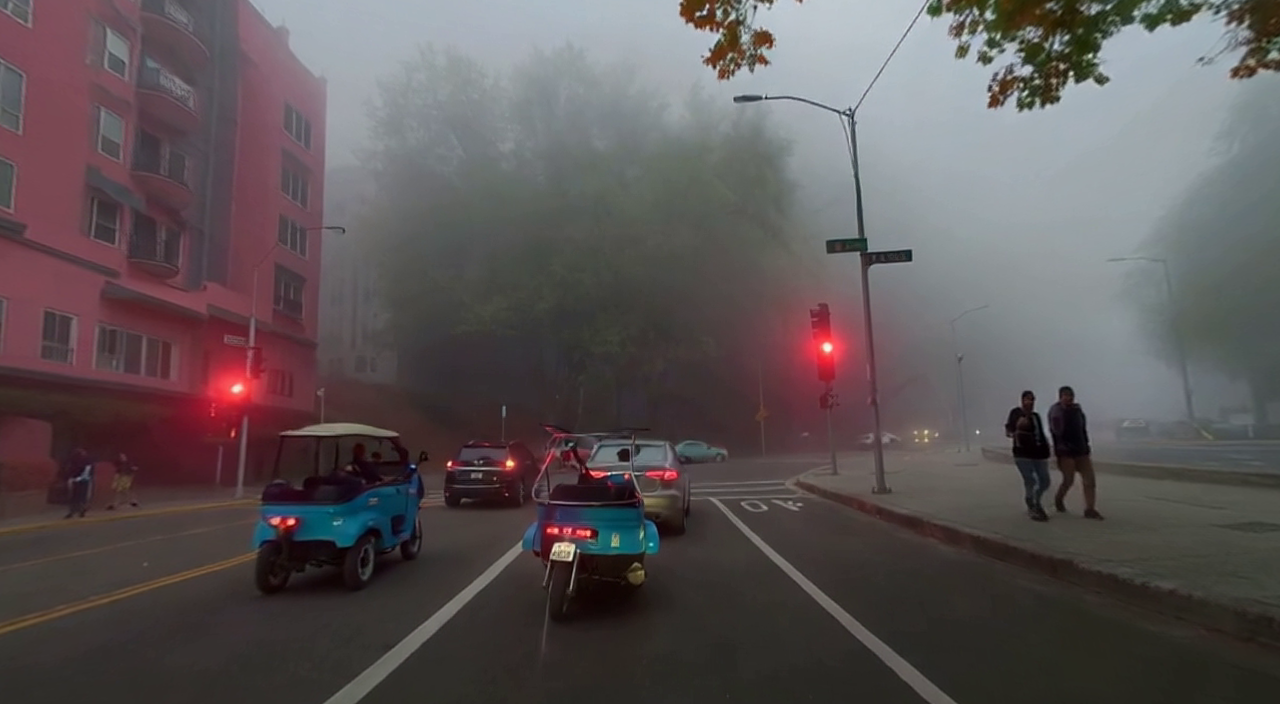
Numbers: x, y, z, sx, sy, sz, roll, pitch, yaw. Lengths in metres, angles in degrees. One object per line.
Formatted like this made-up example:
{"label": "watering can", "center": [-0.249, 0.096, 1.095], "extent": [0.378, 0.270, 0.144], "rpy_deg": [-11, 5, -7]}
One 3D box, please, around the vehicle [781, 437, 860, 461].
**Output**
{"label": "vehicle", "center": [11.386, 6.169, 40.126], "extent": [1.862, 1.456, 4.661], "rpy_deg": [6, -11, -34]}

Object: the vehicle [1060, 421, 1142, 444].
{"label": "vehicle", "center": [30.789, 5.396, 42.153], "extent": [1.751, 1.420, 4.027], "rpy_deg": [8, -12, -43]}

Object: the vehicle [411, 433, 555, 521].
{"label": "vehicle", "center": [-3.198, 2.645, 13.822], "extent": [1.935, 1.615, 4.073], "rpy_deg": [-1, -9, 3]}

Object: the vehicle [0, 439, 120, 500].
{"label": "vehicle", "center": [-28.937, 5.705, 30.339], "extent": [5.890, 2.393, 2.346], "rpy_deg": [-5, -7, 1]}

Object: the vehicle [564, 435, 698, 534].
{"label": "vehicle", "center": [-0.100, 2.321, 11.618], "extent": [2.025, 1.458, 4.085], "rpy_deg": [-1, -9, 1]}
